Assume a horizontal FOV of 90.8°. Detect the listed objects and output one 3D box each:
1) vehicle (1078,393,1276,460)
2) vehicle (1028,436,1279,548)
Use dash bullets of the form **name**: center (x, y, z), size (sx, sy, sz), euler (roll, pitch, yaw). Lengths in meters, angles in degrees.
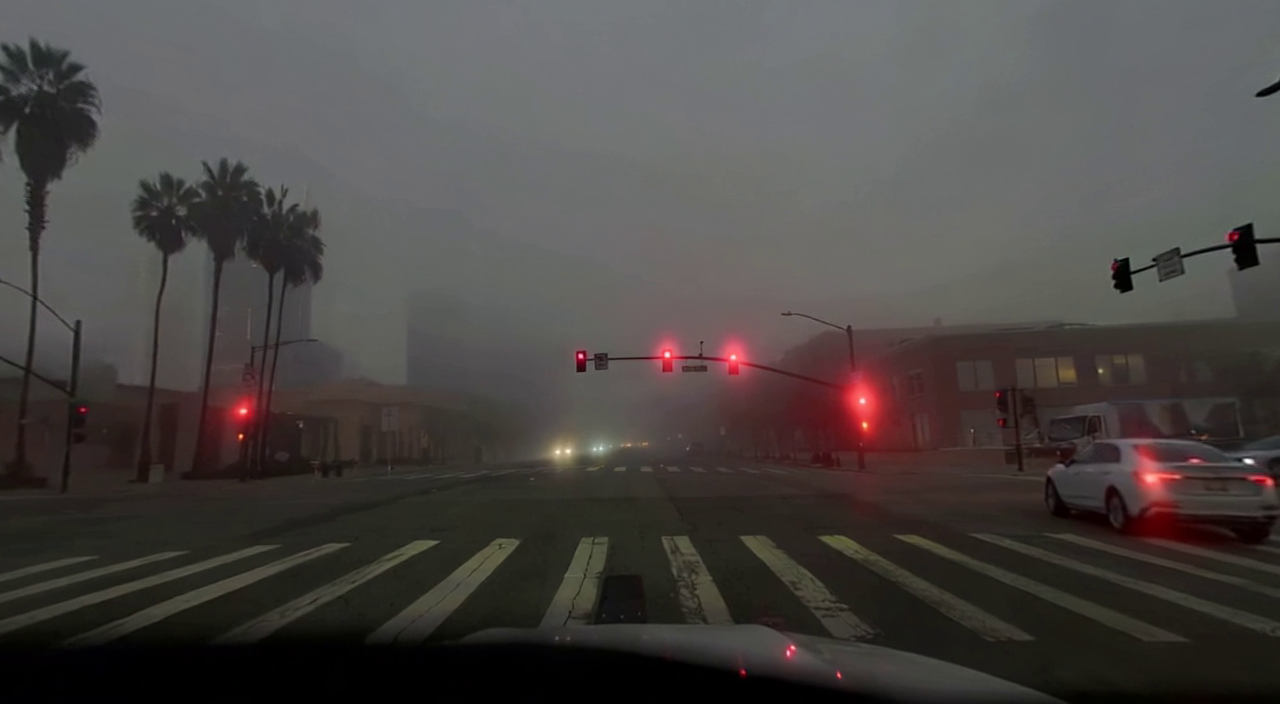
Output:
- **vehicle**: center (32.627, 4.725, 39.332), size (2.863, 3.609, 10.252), euler (0, -8, -3)
- **vehicle**: center (8.810, 2.203, 10.677), size (2.003, 1.475, 4.520), euler (-1, -9, 6)
